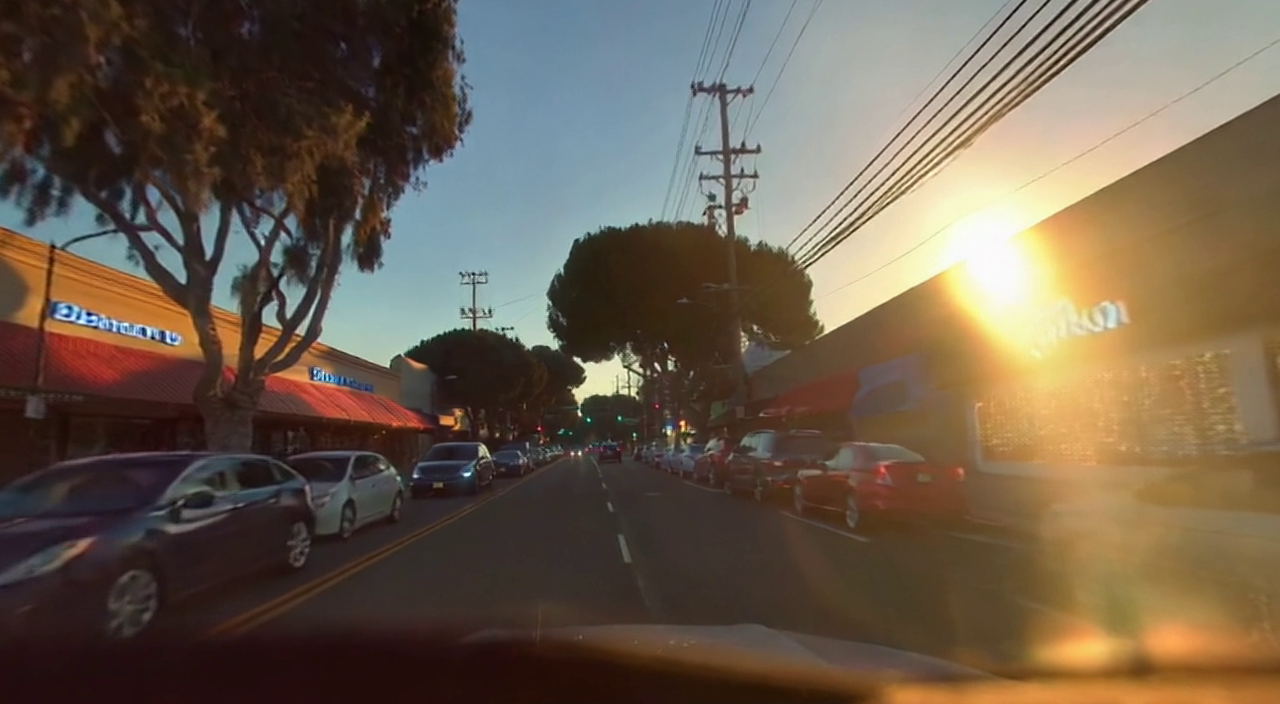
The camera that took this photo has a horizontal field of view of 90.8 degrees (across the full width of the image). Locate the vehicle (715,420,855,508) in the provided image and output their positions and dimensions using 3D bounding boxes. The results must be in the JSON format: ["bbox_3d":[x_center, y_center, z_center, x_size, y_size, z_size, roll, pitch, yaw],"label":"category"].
[{"bbox_3d":[3.646,2.943,17.134,2.243,1.992,5.087,1,-8,-4],"label":"vehicle"}]

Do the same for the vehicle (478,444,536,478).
[{"bbox_3d":[-6.297,5.169,30.409,2.053,1.485,4.540,0,-8,-4],"label":"vehicle"}]

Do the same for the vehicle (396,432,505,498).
[{"bbox_3d":[-5.815,3.513,20.140,2.341,1.825,4.924,1,-8,-5],"label":"vehicle"}]

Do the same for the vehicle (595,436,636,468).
[{"bbox_3d":[-1.641,6.401,40.624,2.440,1.882,4.611,1,-8,-5],"label":"vehicle"}]

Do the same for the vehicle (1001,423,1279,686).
[{"bbox_3d":[4.841,1.249,4.059,2.059,1.550,4.703,0,-8,-3],"label":"vehicle"}]

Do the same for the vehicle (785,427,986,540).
[{"bbox_3d":[4.267,2.321,11.836,1.882,1.704,4.055,1,-8,-4],"label":"vehicle"}]

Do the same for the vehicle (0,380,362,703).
[{"bbox_3d":[-4.550,1.374,5.486,2.343,1.788,5.038,1,-8,-5],"label":"vehicle"}]
